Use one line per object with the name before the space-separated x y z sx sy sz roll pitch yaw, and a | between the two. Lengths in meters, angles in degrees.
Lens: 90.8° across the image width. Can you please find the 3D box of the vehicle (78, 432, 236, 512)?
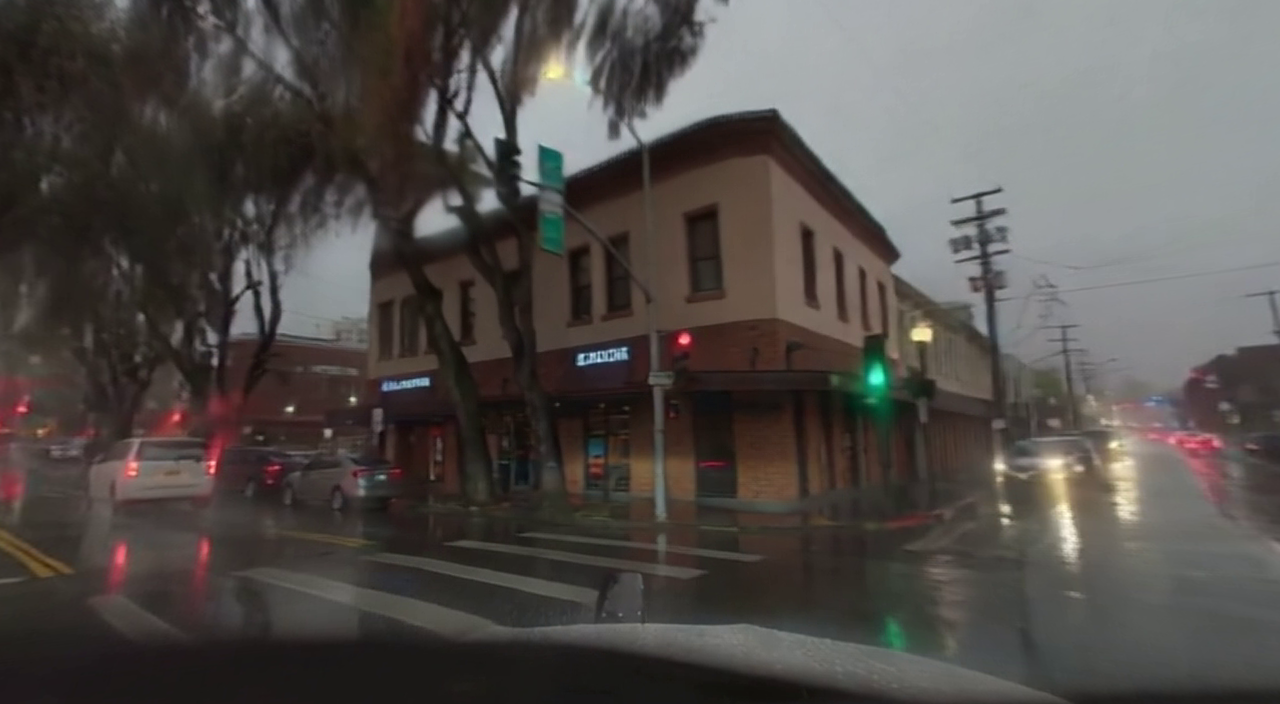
vehicle | -13.325 3.211 17.353 4.611 1.882 2.440 -8 -12 41

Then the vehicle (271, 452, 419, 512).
vehicle | -8.934 3.812 18.997 4.703 1.550 2.059 -7 -11 38

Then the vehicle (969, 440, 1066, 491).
vehicle | 13.639 4.045 22.685 2.179 1.596 4.286 -11 -13 38

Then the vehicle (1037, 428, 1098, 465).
vehicle | 25.779 5.747 38.008 2.510 1.859 5.449 -7 -14 37

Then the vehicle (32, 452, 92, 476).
vehicle | -37.429 7.206 40.870 4.382 1.440 1.921 -6 -11 36
